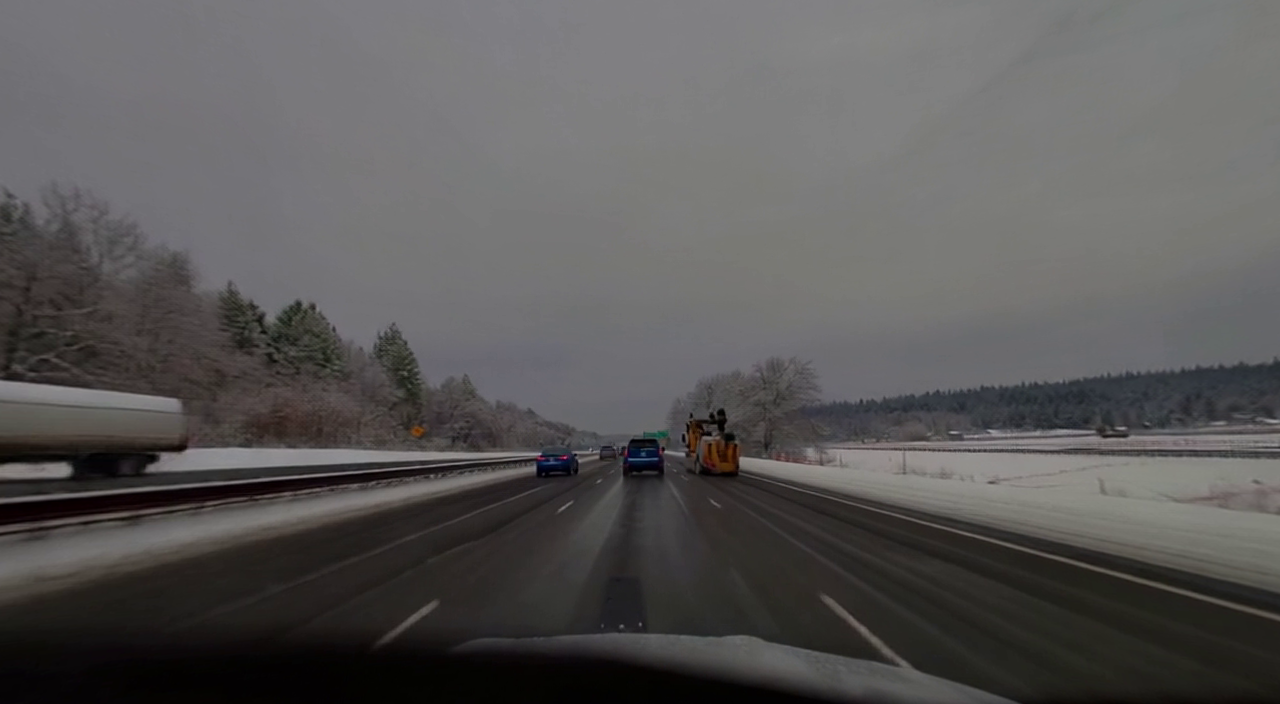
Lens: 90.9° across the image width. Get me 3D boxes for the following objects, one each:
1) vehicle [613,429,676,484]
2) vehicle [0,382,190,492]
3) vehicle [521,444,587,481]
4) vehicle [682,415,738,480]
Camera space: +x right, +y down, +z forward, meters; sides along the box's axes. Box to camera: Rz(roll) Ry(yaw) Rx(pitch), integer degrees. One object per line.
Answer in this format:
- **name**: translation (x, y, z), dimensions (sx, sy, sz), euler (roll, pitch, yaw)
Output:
- **vehicle**: translation (0.197, 4.176, 25.476), dimensions (2.308, 1.993, 4.631), euler (0, -8, 1)
- **vehicle**: translation (-25.193, 3.653, 26.648), dimensions (2.810, 4.052, 12.776), euler (0, -9, 0)
- **vehicle**: translation (-3.636, 4.759, 27.420), dimensions (2.096, 1.469, 4.319), euler (0, -8, 2)
- **vehicle**: translation (4.470, 6.374, 42.228), dimensions (2.793, 3.828, 9.580), euler (0, -9, 1)
